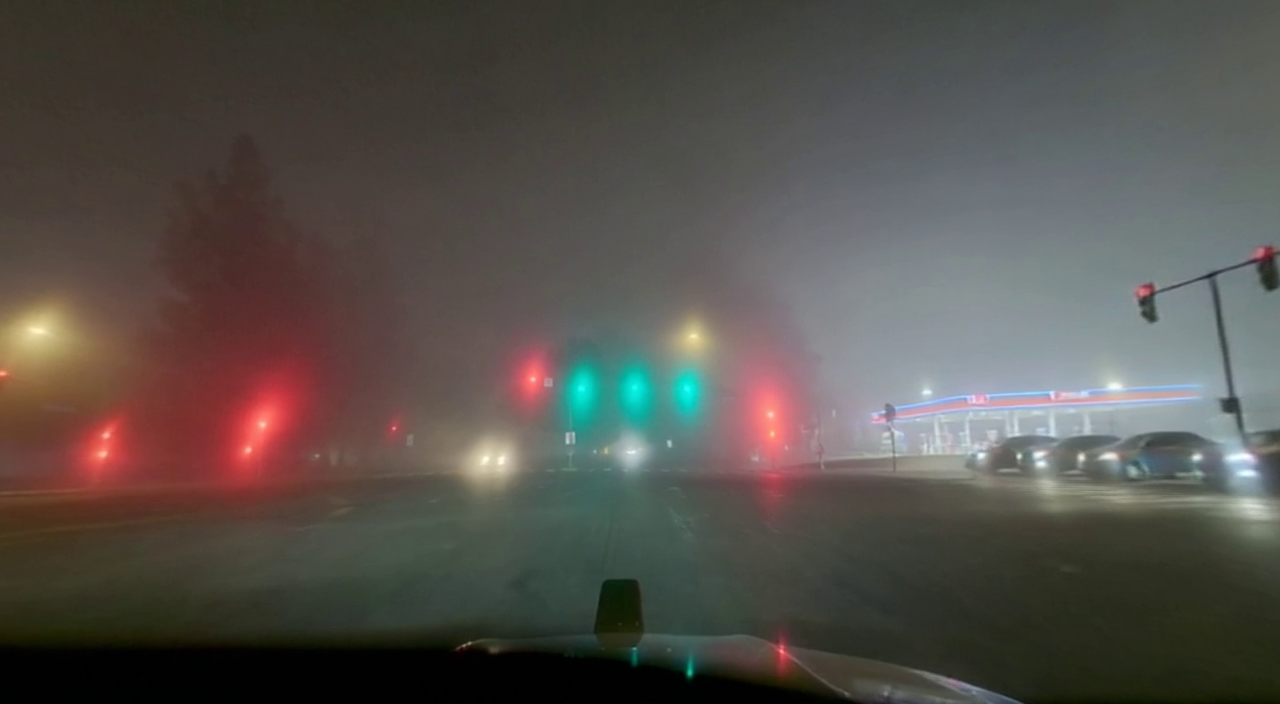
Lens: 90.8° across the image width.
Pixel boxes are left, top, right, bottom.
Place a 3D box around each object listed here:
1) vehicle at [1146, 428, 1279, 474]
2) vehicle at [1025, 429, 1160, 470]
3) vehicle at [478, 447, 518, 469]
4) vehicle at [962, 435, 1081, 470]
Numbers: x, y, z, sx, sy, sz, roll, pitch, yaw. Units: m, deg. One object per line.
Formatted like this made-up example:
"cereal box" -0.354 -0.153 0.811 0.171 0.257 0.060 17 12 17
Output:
"vehicle" 20.468 3.362 21.538 4.615 1.474 2.004 0 -8 1
"vehicle" 19.820 4.291 27.823 4.364 1.737 1.967 0 -8 1
"vehicle" -10.764 8.043 48.147 2.029 1.452 4.598 -3 -9 -1
"vehicle" 20.370 5.365 33.907 4.966 1.778 2.104 0 -8 1
